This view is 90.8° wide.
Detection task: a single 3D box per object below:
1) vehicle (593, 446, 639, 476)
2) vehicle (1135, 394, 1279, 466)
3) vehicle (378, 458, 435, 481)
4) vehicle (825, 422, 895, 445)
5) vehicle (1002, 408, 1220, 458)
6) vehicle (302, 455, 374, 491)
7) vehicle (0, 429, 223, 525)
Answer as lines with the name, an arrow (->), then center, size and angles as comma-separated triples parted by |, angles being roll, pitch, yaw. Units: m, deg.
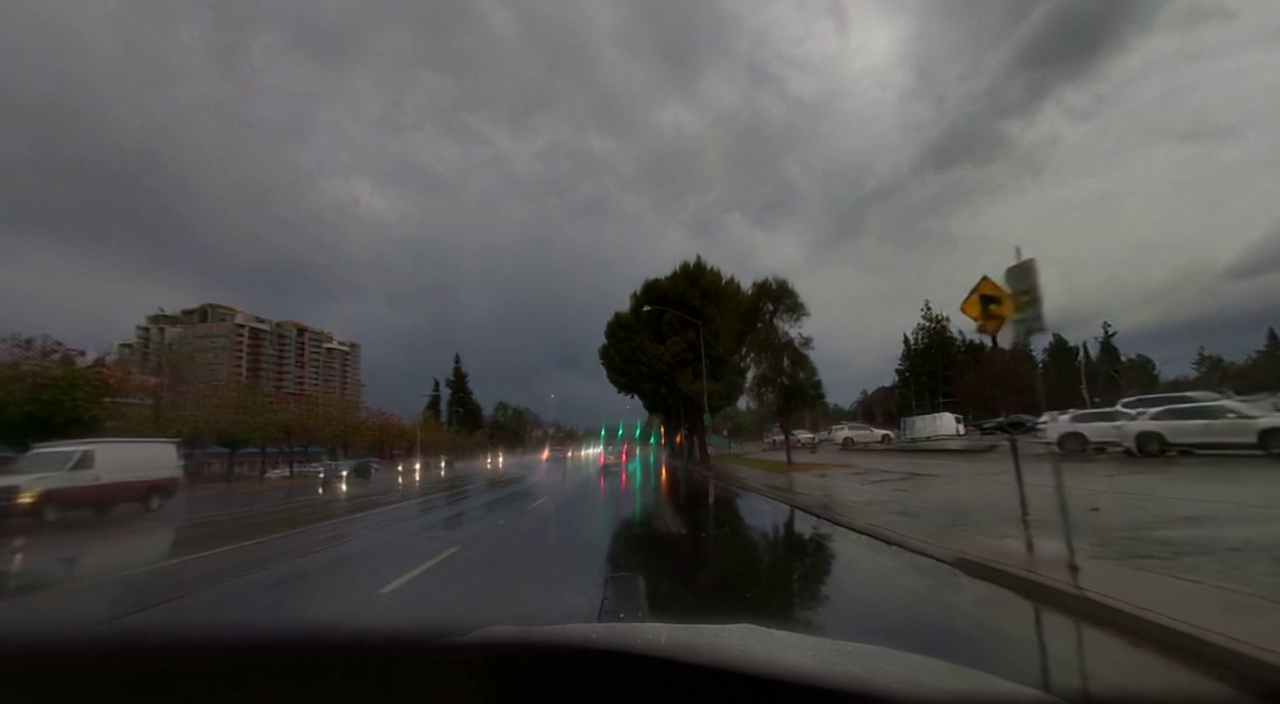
vehicle -> -1.252, 6.034, 35.257 | 2.235, 1.500, 4.420 | 0, -8, 2
vehicle -> 13.881, 1.694, 13.633 | 4.739, 1.424, 1.936 | -1, -9, -1
vehicle -> -16.417, 8.251, 44.673 | 2.058, 1.459, 4.704 | 0, -9, 2
vehicle -> 15.221, 5.695, 43.801 | 3.956, 1.504, 2.170 | 2, -9, -9
vehicle -> 14.470, 2.539, 19.684 | 5.047, 1.461, 2.133 | 0, -9, 1
vehicle -> -16.970, 6.800, 35.740 | 2.016, 1.598, 4.545 | -5, -8, -2
vehicle -> -18.399, 4.044, 21.352 | 2.599, 2.675, 7.177 | -2, -9, 13
